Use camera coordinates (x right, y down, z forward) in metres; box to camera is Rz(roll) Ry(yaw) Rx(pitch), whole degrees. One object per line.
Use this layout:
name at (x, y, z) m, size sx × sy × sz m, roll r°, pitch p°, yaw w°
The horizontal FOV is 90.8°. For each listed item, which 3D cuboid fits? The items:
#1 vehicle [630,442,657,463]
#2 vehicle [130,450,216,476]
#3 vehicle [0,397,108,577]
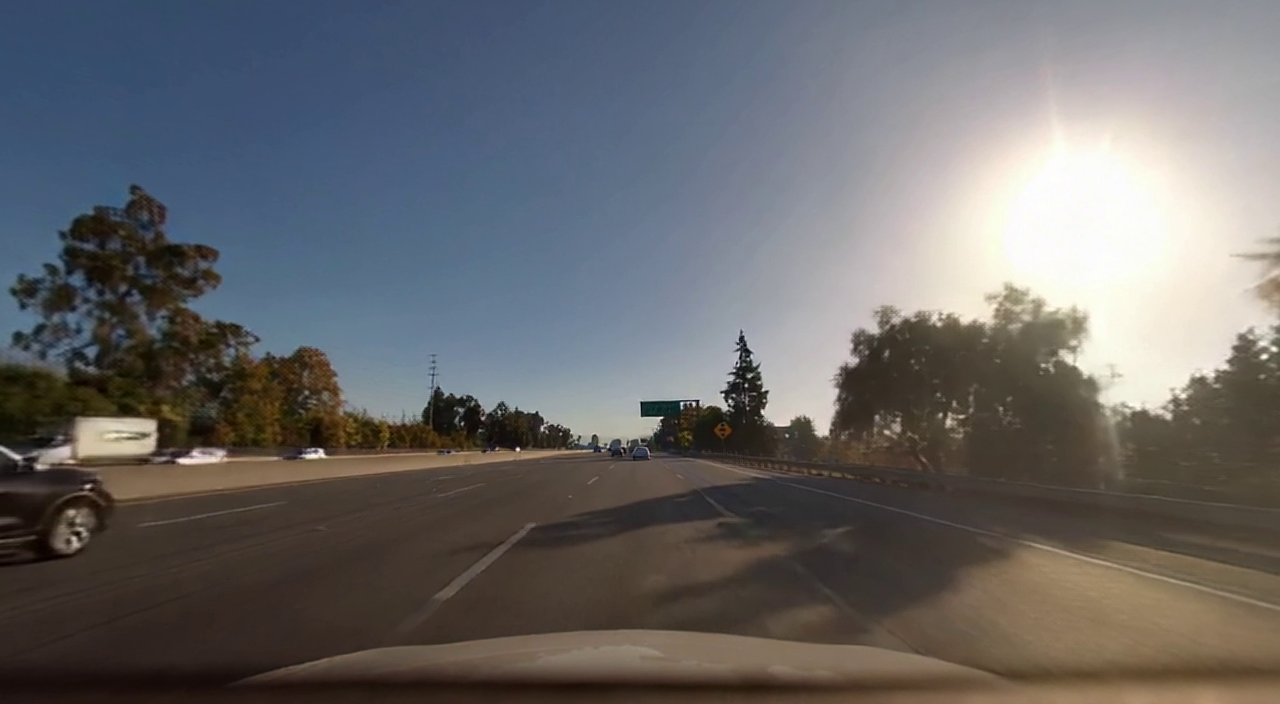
vehicle at (0.247, 7.651, 48.369) m, size 2.021 × 1.528 × 4.154 m, roll 0°, pitch -8°, yaw -1°
vehicle at (-28.671, 6.811, 38.959) m, size 1.811 × 1.490 × 4.570 m, roll 0°, pitch -8°, yaw 0°
vehicle at (-7.527, 1.198, 5.208) m, size 2.032 × 1.808 × 4.776 m, roll 0°, pitch -8°, yaw 1°
